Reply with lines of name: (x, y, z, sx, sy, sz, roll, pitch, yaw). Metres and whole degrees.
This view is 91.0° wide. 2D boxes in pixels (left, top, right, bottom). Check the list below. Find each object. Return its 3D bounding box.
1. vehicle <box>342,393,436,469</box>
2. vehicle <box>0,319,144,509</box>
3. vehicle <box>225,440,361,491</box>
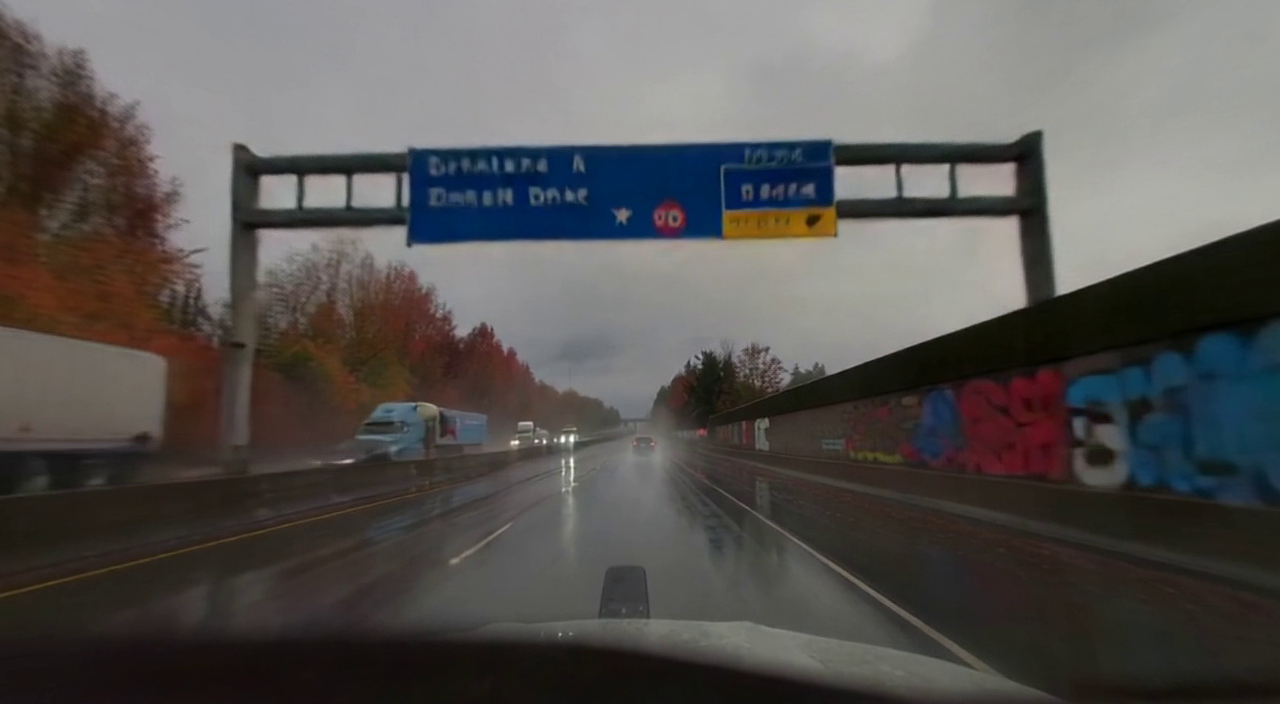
vehicle: (-14.841, 4.777, 37.721, 3.033, 4.136, 5.972, 0, -8, 0)
vehicle: (-15.377, 0.880, 10.384, 2.927, 4.085, 13.949, 0, -8, 0)
vehicle: (-10.675, 3.487, 19.786, 1.857, 1.432, 4.189, 0, -8, 1)
